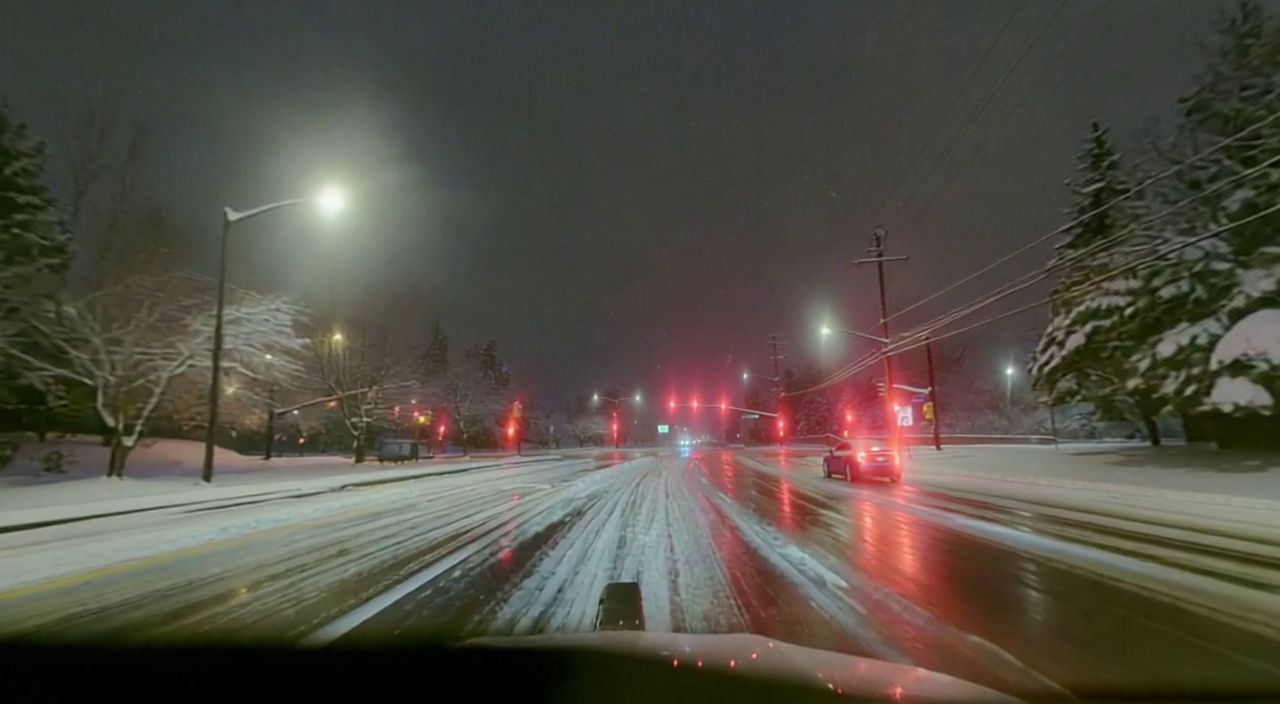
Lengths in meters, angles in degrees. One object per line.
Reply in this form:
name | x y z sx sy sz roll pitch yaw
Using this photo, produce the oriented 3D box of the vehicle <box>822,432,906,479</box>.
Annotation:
vehicle | 7.988 3.728 22.918 1.797 1.544 3.685 0 -8 2
